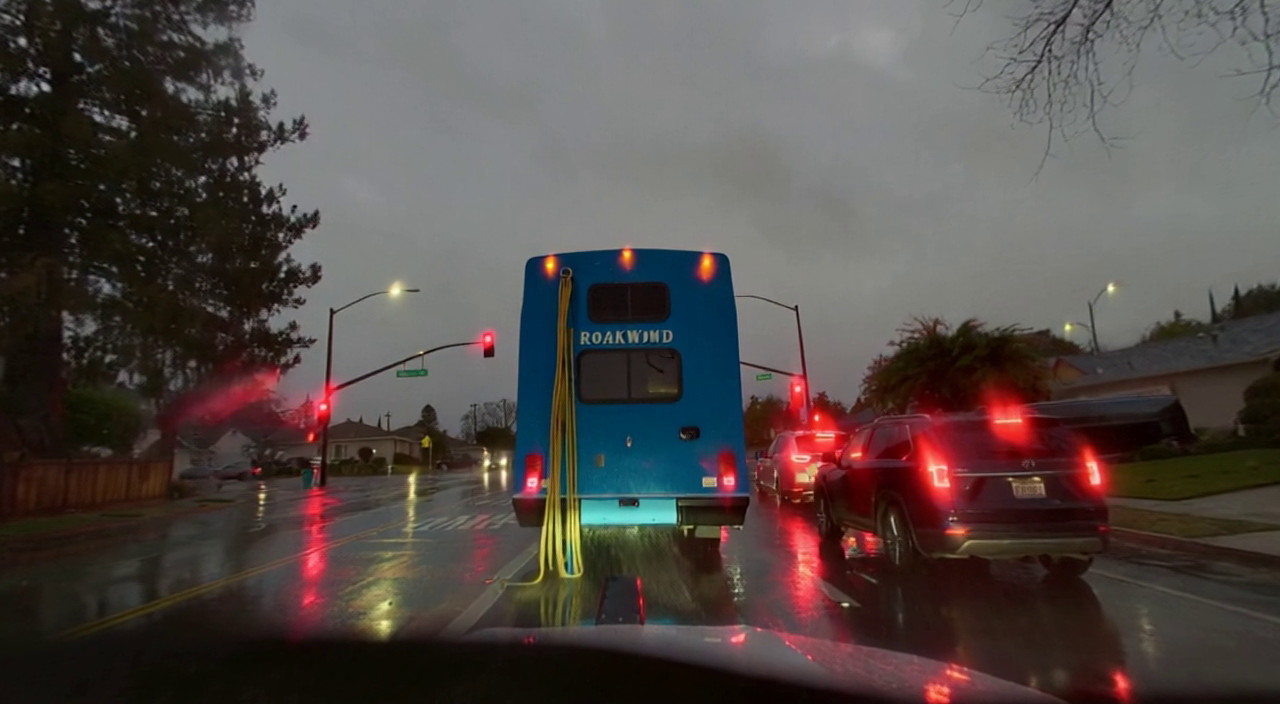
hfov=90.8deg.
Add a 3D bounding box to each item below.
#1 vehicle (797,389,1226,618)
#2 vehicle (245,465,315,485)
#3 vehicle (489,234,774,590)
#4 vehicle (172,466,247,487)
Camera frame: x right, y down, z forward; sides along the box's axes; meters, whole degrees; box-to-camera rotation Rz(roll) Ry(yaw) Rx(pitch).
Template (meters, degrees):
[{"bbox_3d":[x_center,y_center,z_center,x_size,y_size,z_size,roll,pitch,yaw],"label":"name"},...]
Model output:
[{"bbox_3d":[3.415,1.491,7.131,2.104,1.735,4.408,0,-9,0],"label":"vehicle"},{"bbox_3d":[-27.386,9.359,48.151,4.187,1.445,1.809,0,-9,0],"label":"vehicle"},{"bbox_3d":[-0.087,1.129,10.326,2.709,3.511,8.213,0,-9,0],"label":"vehicle"},{"bbox_3d":[-32.628,9.409,47.969,4.311,1.458,1.707,0,-9,-3],"label":"vehicle"}]
